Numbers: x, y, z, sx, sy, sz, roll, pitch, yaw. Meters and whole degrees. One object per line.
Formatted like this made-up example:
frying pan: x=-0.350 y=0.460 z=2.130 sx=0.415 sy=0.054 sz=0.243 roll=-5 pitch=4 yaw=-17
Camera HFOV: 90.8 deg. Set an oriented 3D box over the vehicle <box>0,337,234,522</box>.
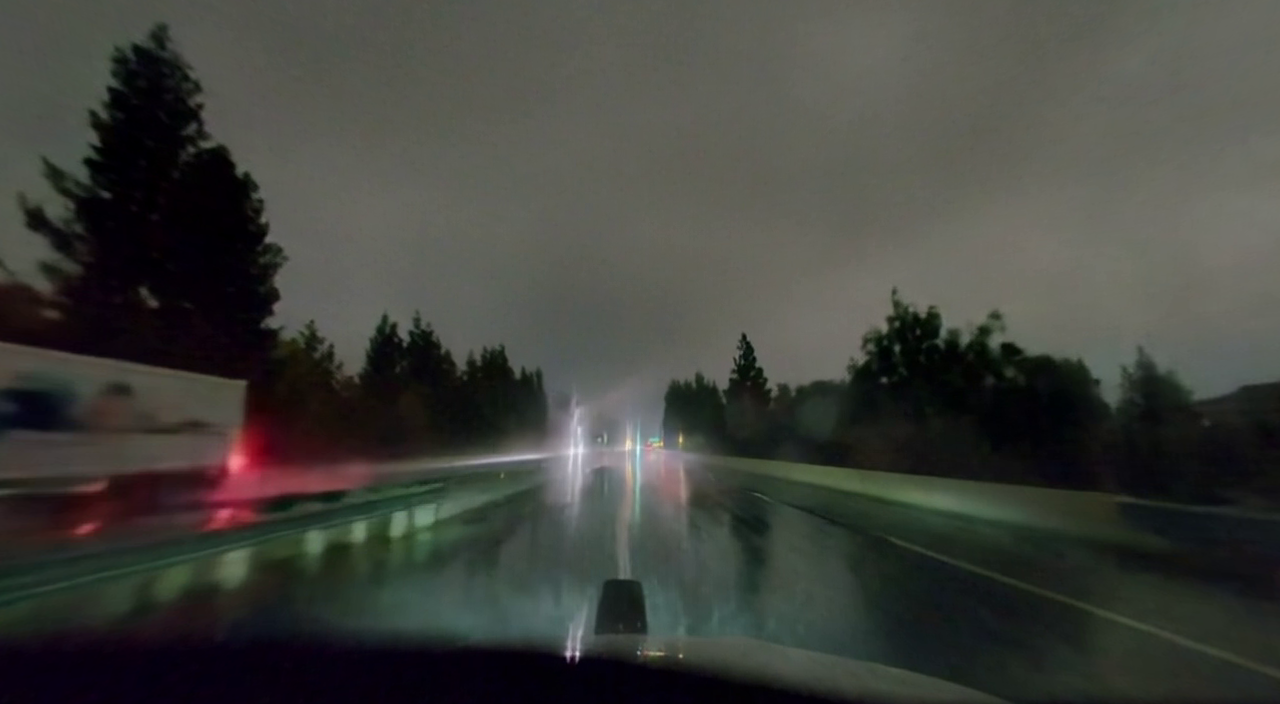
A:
vehicle: x=-15.426 y=1.762 z=14.170 sx=2.933 sy=3.968 sz=14.979 roll=0 pitch=-9 yaw=-1
